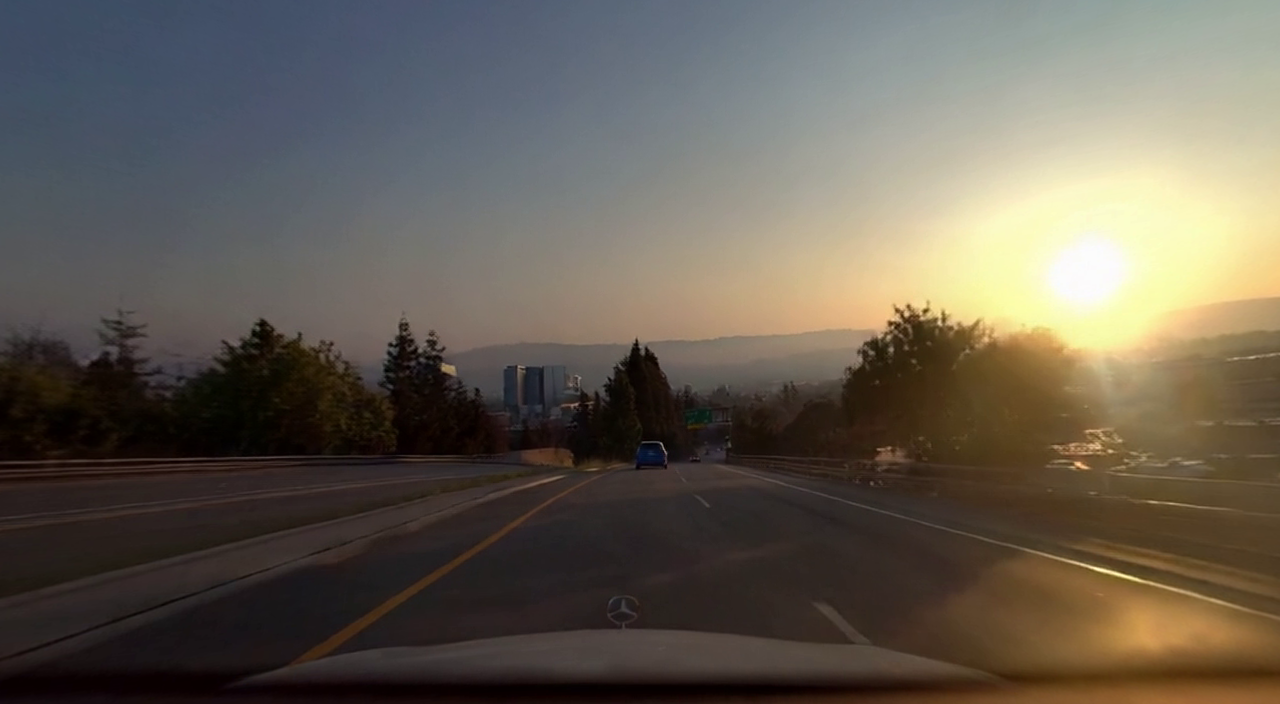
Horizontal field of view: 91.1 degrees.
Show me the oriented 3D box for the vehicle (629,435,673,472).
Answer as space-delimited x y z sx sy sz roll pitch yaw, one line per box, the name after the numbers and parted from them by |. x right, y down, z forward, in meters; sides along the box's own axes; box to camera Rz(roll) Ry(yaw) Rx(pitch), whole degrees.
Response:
0.711 6.246 38.807 2.546 2.126 5.153 0 -9 2 | vehicle
